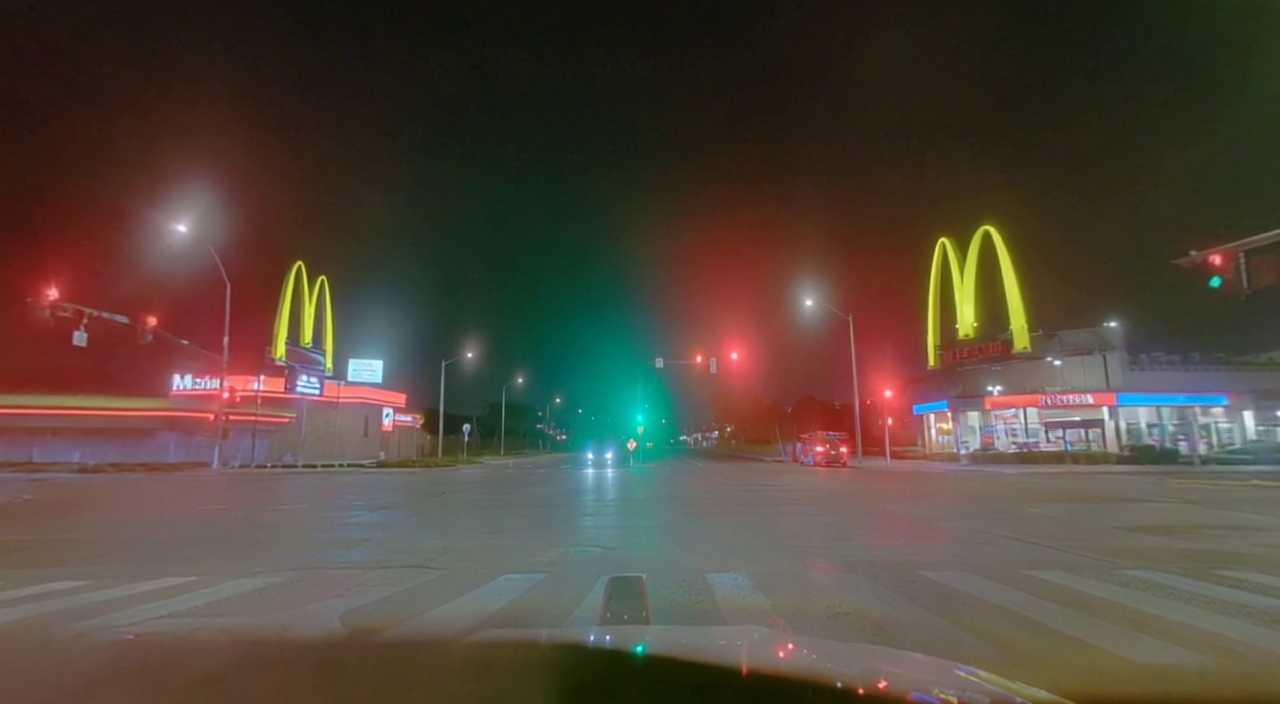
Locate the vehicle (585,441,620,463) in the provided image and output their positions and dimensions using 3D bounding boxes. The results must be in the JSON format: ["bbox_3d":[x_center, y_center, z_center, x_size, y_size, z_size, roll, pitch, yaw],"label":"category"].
[{"bbox_3d":[-2.513,6.869,43.397,2.104,1.468,4.195,0,-9,1],"label":"vehicle"}]
